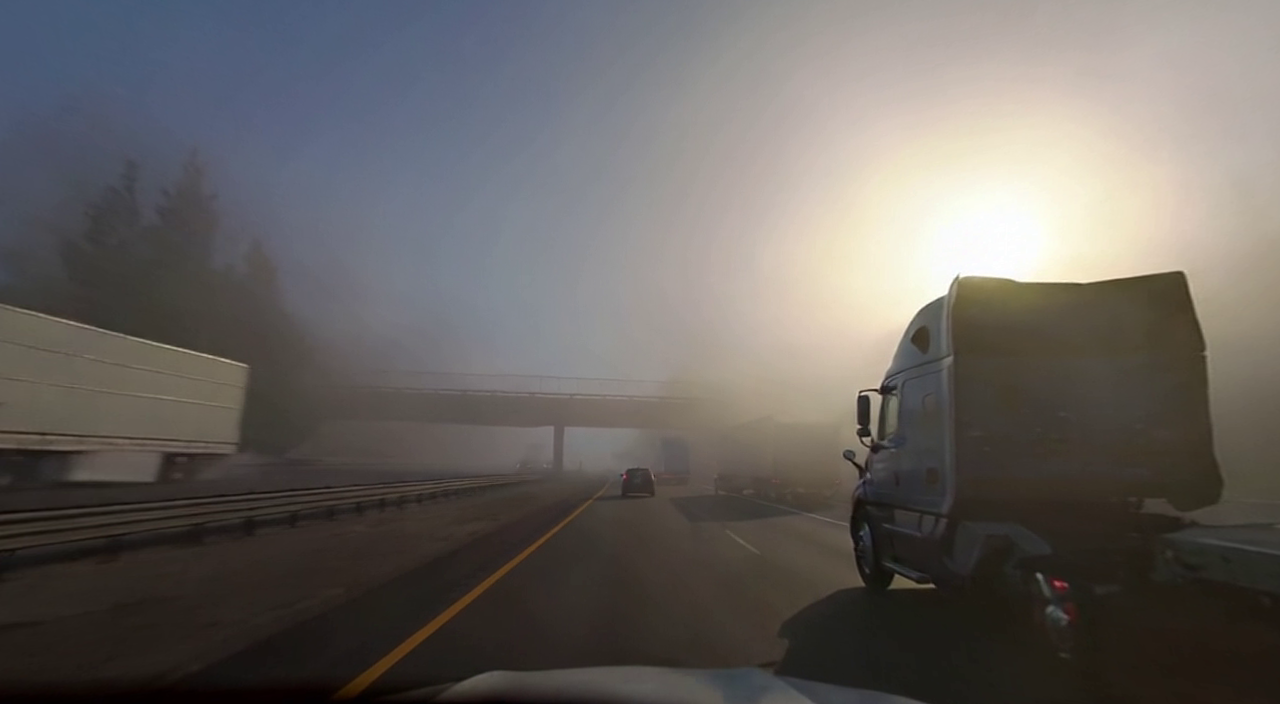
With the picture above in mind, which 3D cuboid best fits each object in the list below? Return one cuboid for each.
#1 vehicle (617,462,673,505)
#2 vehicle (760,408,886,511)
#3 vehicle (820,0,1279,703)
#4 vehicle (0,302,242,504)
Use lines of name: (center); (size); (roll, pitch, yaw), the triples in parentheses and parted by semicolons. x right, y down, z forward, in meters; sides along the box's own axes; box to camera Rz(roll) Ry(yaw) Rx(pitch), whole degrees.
vehicle: (0.163, 5.181, 25.066); (2.067, 1.552, 3.601); (1, -11, 0)
vehicle: (7.456, 4.664, 27.156); (2.839, 3.684, 8.091); (1, -11, -1)
vehicle: (3.742, -0.472, 0.584); (2.831, 4.150, 14.519); (1, -10, 0)
vehicle: (-12.940, 1.263, 13.215); (2.965, 3.557, 9.170); (1, -11, 1)
